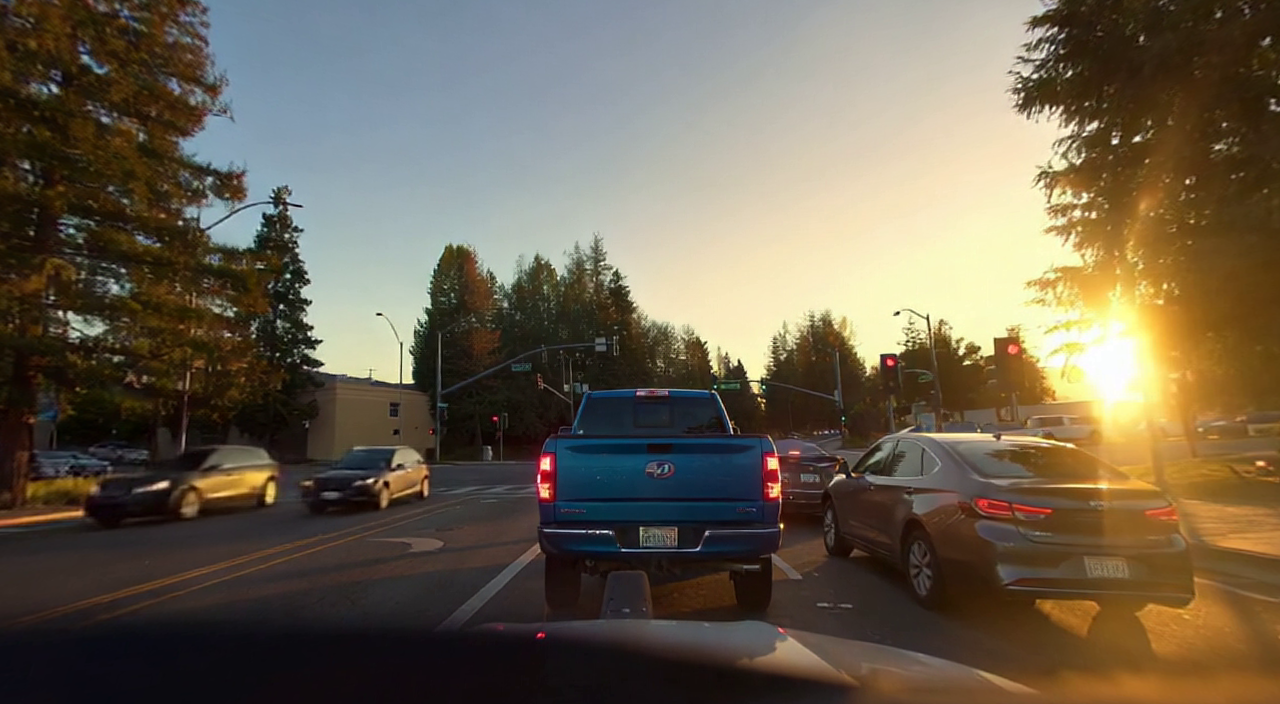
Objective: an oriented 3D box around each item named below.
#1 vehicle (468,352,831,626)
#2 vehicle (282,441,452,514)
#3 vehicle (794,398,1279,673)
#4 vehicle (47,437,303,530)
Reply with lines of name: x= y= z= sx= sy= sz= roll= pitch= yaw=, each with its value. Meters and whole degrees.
vehicle: x=0.088 y=1.392 z=7.404 sx=2.636 sy=2.011 sz=5.425 roll=0 pitch=-8 yaw=1
vehicle: x=-6.238 y=2.887 z=15.085 sx=1.994 sy=1.469 sz=4.367 roll=0 pitch=-8 yaw=2
vehicle: x=3.333 y=1.505 z=6.504 sx=2.155 sy=1.667 sz=5.162 roll=0 pitch=-8 yaw=0
vehicle: x=-9.457 y=2.657 z=13.467 sx=1.920 sy=1.563 sz=4.643 roll=-2 pitch=-8 yaw=0
